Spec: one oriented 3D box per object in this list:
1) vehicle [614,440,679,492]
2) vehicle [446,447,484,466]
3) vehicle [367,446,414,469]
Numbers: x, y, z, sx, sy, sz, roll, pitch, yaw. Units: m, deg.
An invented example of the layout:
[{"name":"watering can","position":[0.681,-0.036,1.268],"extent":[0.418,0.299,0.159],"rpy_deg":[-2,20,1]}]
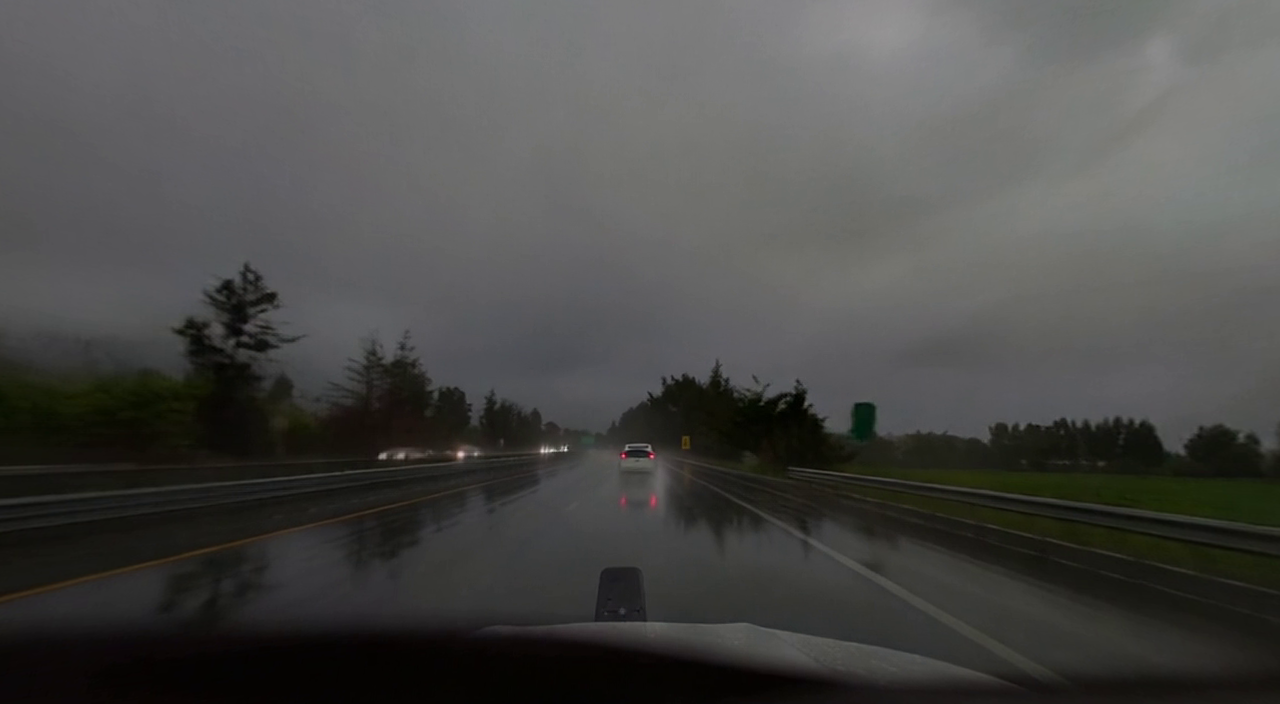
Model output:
[{"name":"vehicle","position":[0.239,4.101,23.072],"extent":[2.135,1.686,4.517],"rpy_deg":[0,-9,0]},{"name":"vehicle","position":[-13.764,8.239,49.862],"extent":[1.875,1.457,3.773],"rpy_deg":[0,-9,1]},{"name":"vehicle","position":[-17.378,7.357,44.110],"extent":[1.727,1.481,3.726],"rpy_deg":[0,-9,0]}]
